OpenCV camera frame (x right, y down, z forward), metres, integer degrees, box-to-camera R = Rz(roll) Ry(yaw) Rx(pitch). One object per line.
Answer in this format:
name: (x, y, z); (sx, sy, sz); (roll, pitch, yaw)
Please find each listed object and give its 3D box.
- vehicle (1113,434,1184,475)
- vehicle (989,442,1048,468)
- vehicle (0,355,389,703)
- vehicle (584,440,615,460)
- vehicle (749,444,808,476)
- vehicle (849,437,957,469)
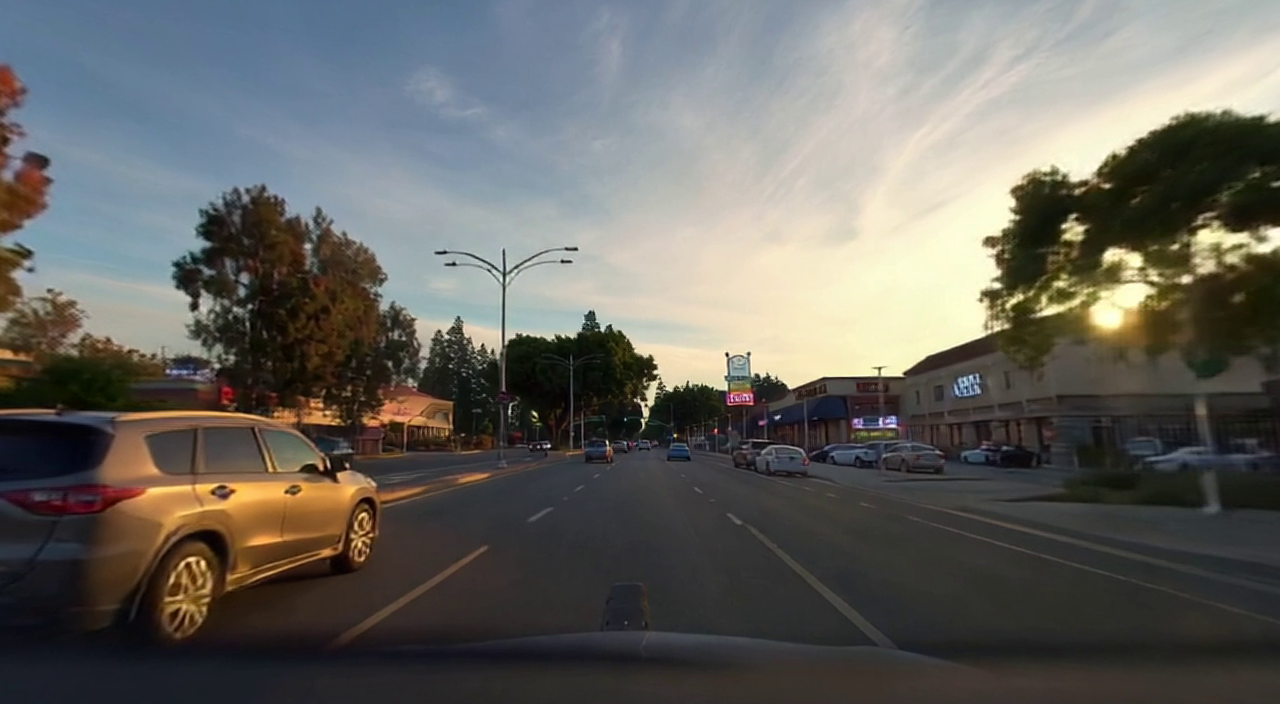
vehicle: (26.670, 5.335, 32.966); (5.164, 1.952, 1.981); (8, -11, -42)
vehicle: (26.326, 7.137, 43.803); (4.673, 1.696, 1.922); (7, -11, -39)
vehicle: (-3.584, 1.112, 4.421); (1.983, 1.635, 3.957); (0, -8, 0)
vehicle: (-3.000, 7.464, 47.904); (2.005, 1.446, 4.265); (0, -8, 1)
vehicle: (6.722, 5.285, 31.094); (1.888, 1.425, 4.547); (0, -8, 1)
vehicle: (15.174, 5.842, 36.625); (5.326, 1.690, 2.007); (-8, -11, 41)
